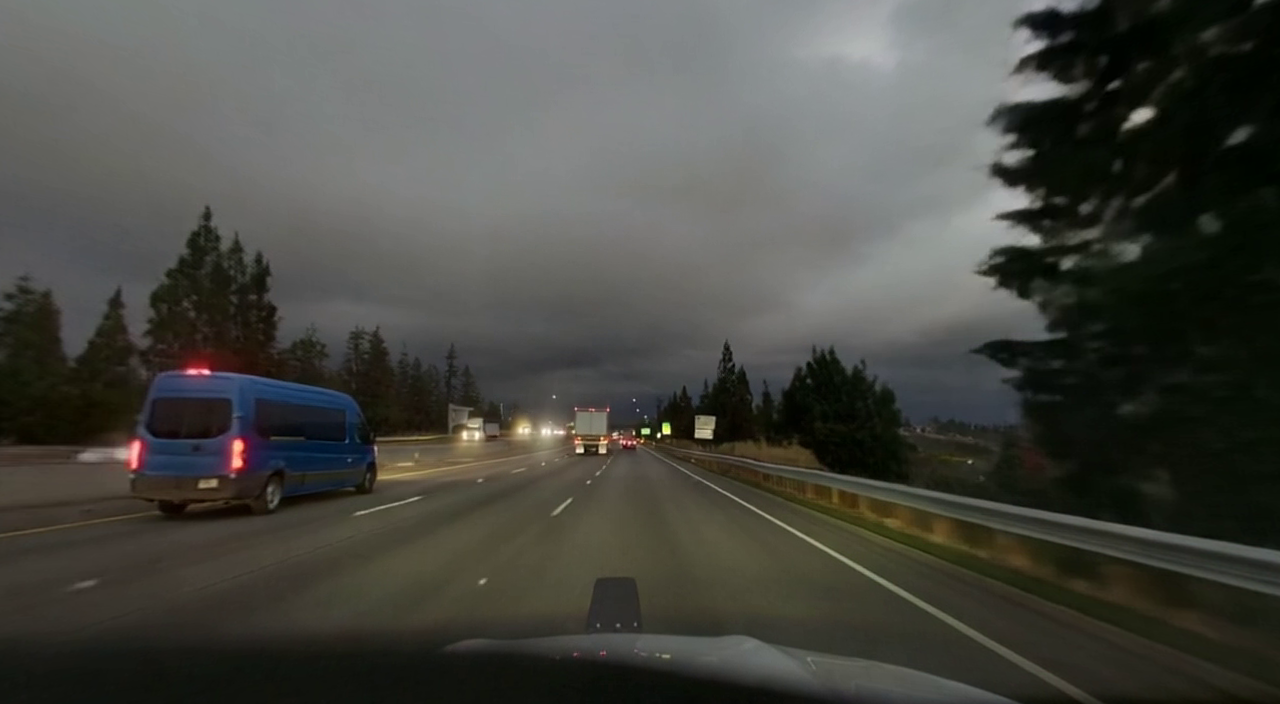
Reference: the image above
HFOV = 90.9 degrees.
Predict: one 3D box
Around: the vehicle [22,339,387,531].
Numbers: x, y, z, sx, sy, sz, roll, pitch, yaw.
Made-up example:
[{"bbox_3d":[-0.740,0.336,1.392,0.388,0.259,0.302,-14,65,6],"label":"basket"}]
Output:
[{"bbox_3d":[-7.658,1.652,12.616,2.396,2.763,6.935,0,-8,-1],"label":"vehicle"}]
